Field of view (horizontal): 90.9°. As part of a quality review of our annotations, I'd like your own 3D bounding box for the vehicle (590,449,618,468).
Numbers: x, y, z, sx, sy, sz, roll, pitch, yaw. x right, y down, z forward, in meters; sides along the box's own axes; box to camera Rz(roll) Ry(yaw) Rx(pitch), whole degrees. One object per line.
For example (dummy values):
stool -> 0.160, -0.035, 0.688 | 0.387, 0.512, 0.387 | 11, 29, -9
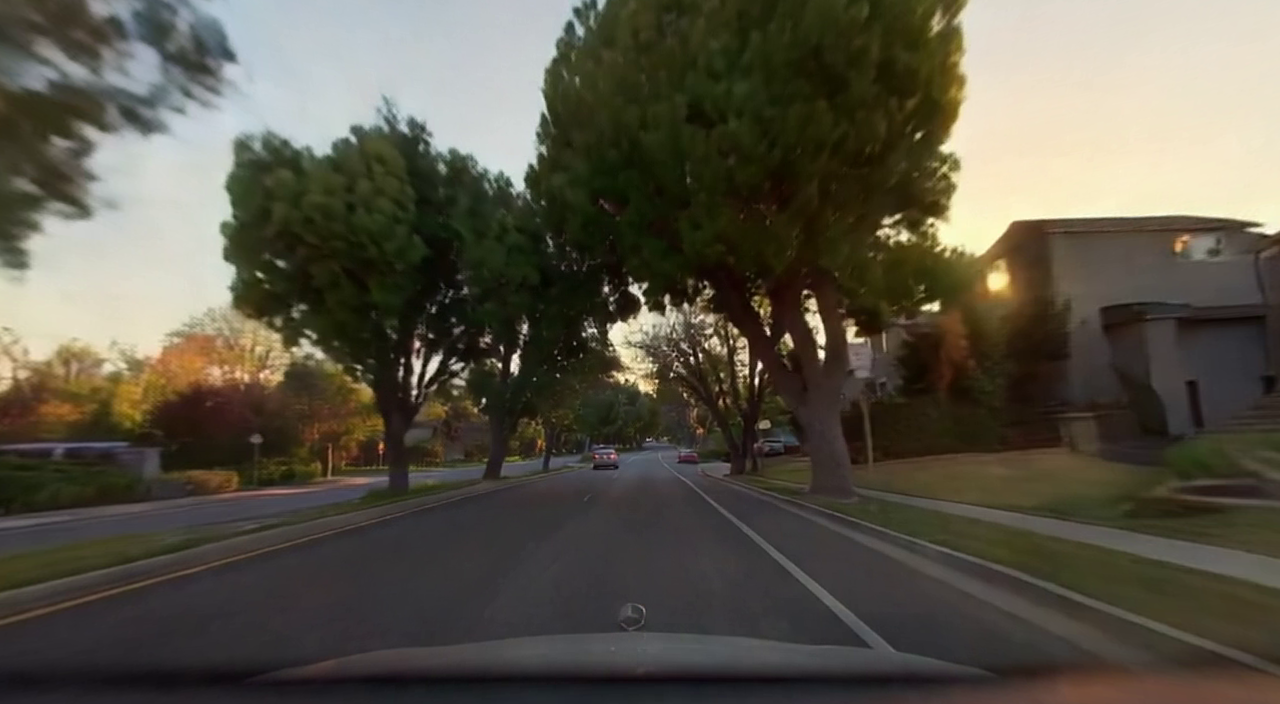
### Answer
vehicle -> -2.801, 8.352, 49.788 | 1.973, 1.400, 3.915 | 0, -8, 1
